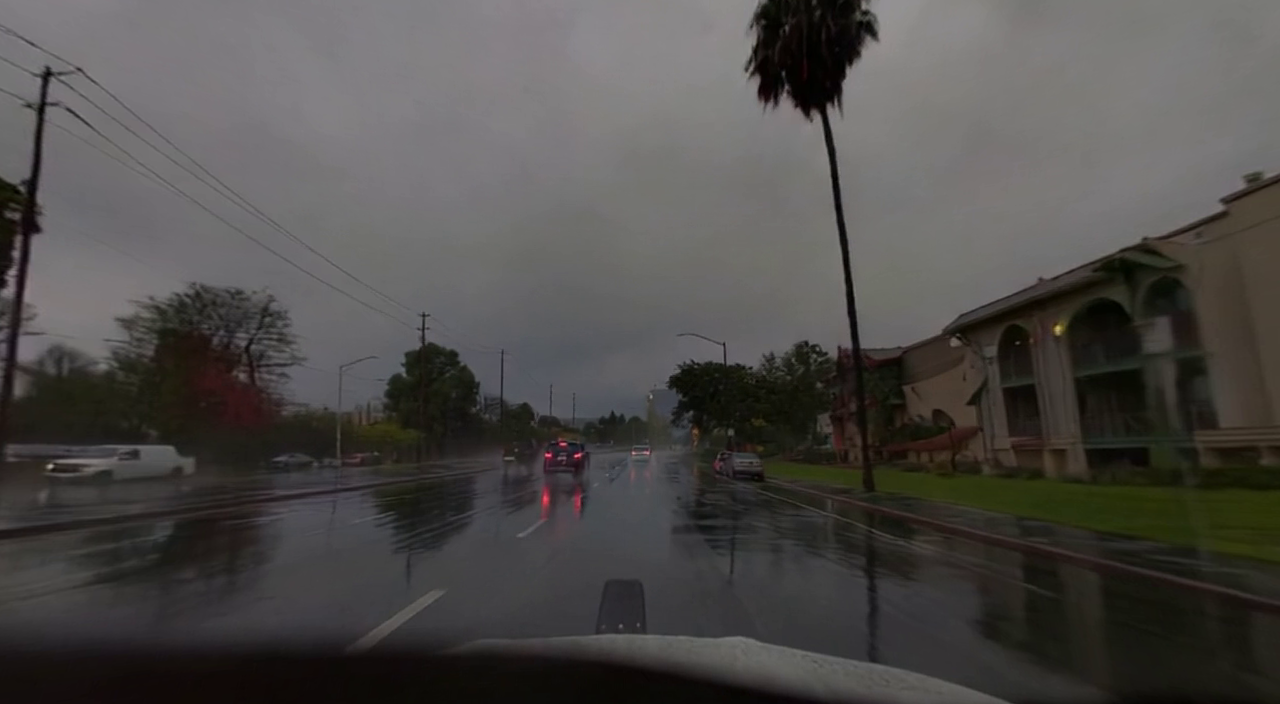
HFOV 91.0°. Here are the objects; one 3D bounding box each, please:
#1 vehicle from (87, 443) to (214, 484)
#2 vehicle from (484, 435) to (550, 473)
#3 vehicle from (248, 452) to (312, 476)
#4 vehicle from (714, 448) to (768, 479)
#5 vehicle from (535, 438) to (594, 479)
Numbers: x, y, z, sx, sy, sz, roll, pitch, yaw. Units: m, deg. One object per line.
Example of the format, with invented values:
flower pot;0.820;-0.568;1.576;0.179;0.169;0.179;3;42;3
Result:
vehicle;-25.172;5.716;32.710;2.116;1.947;5.507;0;-9;0
vehicle;-6.943;5.883;36.483;2.457;2.010;6.330;0;-9;1
vehicle;-25.477;7.908;44.703;1.838;1.516;4.484;0;-9;1
vehicle;5.147;5.752;32.719;1.994;1.507;4.173;1;-9;-2
vehicle;-3.547;5.108;30.428;2.116;1.806;4.516;0;-9;2
